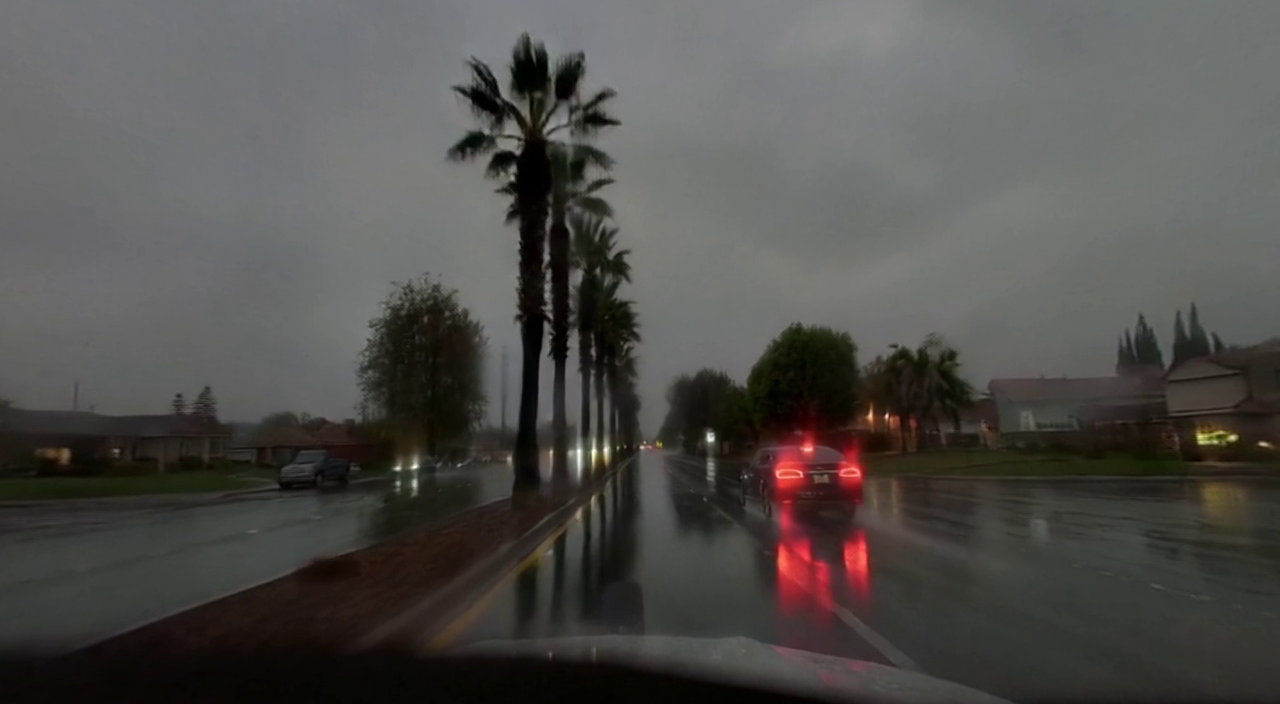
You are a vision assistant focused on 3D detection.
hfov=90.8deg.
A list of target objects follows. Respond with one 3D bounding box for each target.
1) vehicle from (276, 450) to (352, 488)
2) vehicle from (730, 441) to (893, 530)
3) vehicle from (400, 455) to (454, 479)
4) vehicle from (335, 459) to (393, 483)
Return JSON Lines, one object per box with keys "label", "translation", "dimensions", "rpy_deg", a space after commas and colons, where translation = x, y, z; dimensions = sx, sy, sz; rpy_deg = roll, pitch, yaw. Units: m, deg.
{"label": "vehicle", "translation": [-19.044, 6.867, 37.191], "dimensions": [1.987, 1.998, 4.642], "rpy_deg": [-3, -10, 1]}
{"label": "vehicle", "translation": [3.260, 2.632, 13.159], "dimensions": [1.989, 1.492, 4.689], "rpy_deg": [0, -9, -1]}
{"label": "vehicle", "translation": [-14.672, 7.972, 43.893], "dimensions": [1.990, 1.488, 4.724], "rpy_deg": [0, -9, 2]}
{"label": "vehicle", "translation": [-18.882, 8.168, 43.510], "dimensions": [1.848, 1.432, 4.662], "rpy_deg": [0, -9, 1]}
